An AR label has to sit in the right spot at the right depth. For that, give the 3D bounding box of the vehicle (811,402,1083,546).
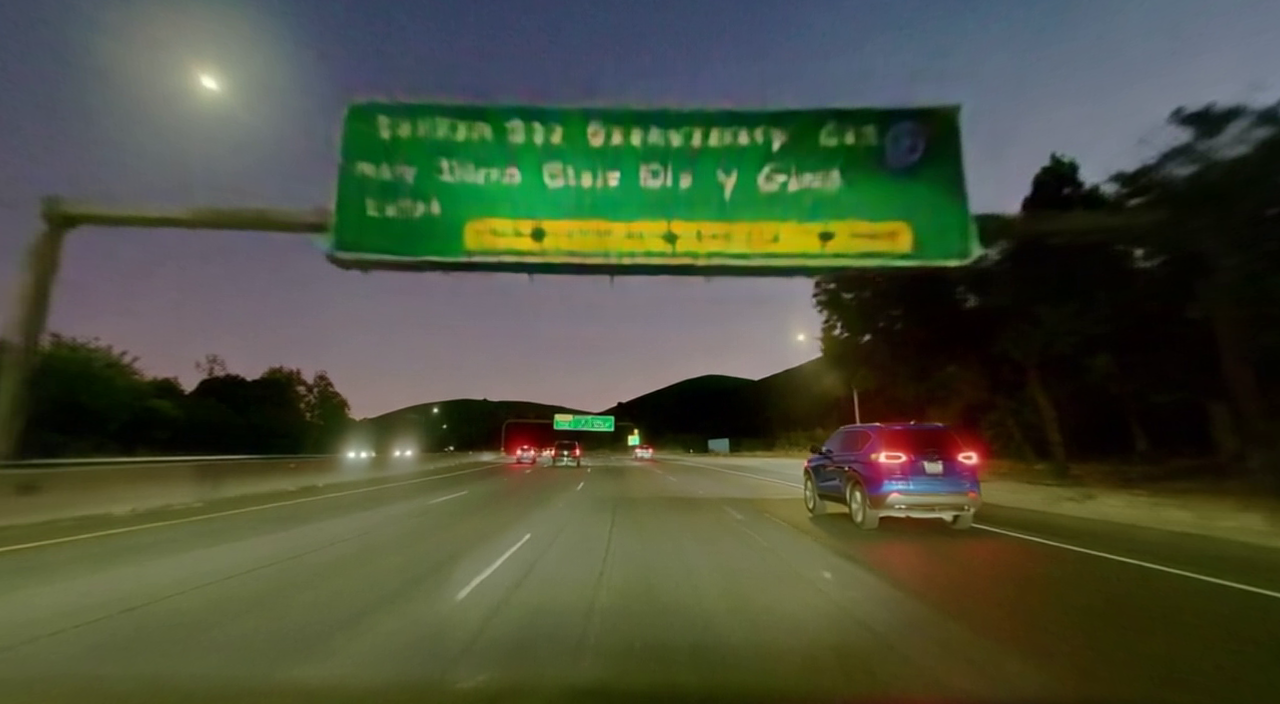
[{"bbox_3d":[4.745,1.988,10.877,2.103,1.903,4.837,0,-9,-2],"label":"vehicle"}]

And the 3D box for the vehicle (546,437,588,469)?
[{"bbox_3d":[-5.090,7.146,44.834,2.537,2.121,5.251,0,-9,-2],"label":"vehicle"}]
